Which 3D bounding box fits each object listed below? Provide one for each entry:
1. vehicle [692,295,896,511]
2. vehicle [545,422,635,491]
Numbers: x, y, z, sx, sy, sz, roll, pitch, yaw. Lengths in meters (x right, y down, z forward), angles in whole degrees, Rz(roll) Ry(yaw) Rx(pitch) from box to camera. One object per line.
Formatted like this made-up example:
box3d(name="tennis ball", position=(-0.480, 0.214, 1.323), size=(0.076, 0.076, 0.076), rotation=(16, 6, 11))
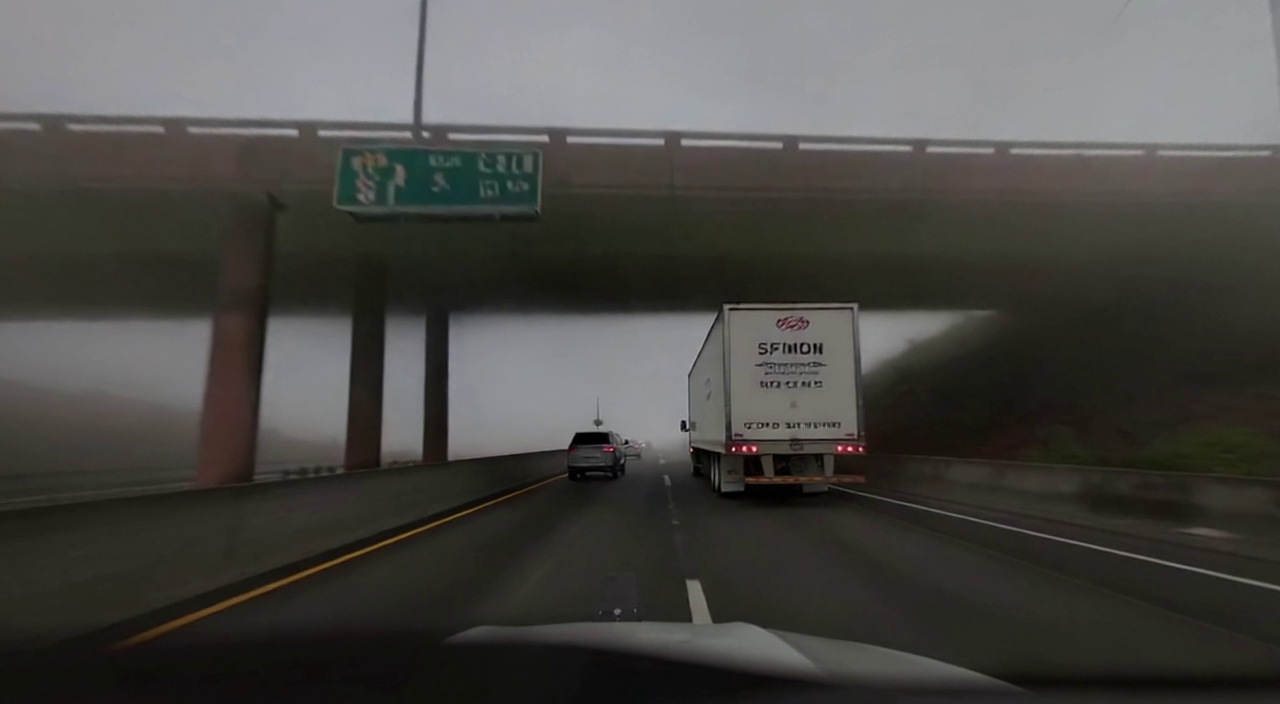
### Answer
box3d(name="vehicle", position=(3.317, 1.739, 17.912), size=(2.906, 3.990, 12.551), rotation=(0, -8, 1))
box3d(name="vehicle", position=(-1.358, 3.117, 19.278), size=(2.283, 1.814, 4.568), rotation=(0, -8, 1))
